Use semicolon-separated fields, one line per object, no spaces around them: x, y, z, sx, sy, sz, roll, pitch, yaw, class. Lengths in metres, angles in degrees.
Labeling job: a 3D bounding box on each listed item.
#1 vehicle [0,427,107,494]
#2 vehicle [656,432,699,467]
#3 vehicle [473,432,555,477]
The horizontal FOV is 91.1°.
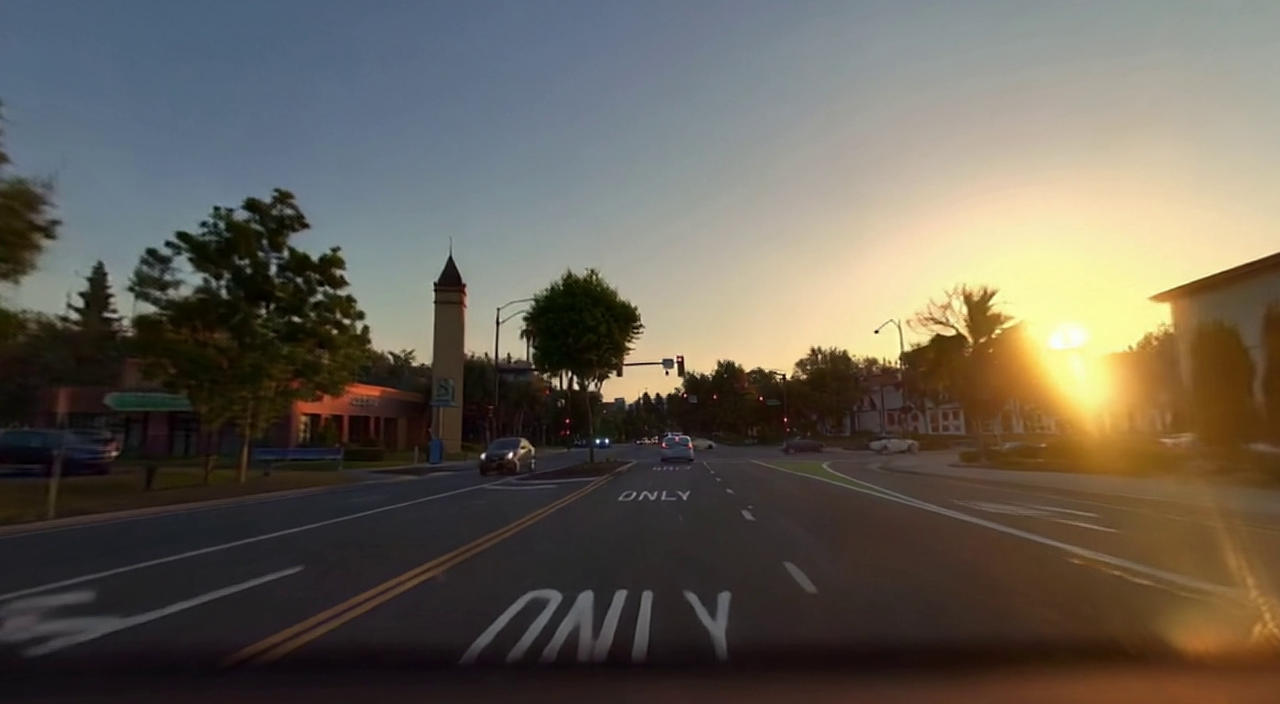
-22.684;3.683;21.529;6.446;2.143;2.606;0;-9;2;vehicle
2.465;6.308;40.805;2.590;2.080;5.284;0;-9;4;vehicle
-5.905;4.903;30.354;2.366;1.941;5.823;-1;-9;5;vehicle
